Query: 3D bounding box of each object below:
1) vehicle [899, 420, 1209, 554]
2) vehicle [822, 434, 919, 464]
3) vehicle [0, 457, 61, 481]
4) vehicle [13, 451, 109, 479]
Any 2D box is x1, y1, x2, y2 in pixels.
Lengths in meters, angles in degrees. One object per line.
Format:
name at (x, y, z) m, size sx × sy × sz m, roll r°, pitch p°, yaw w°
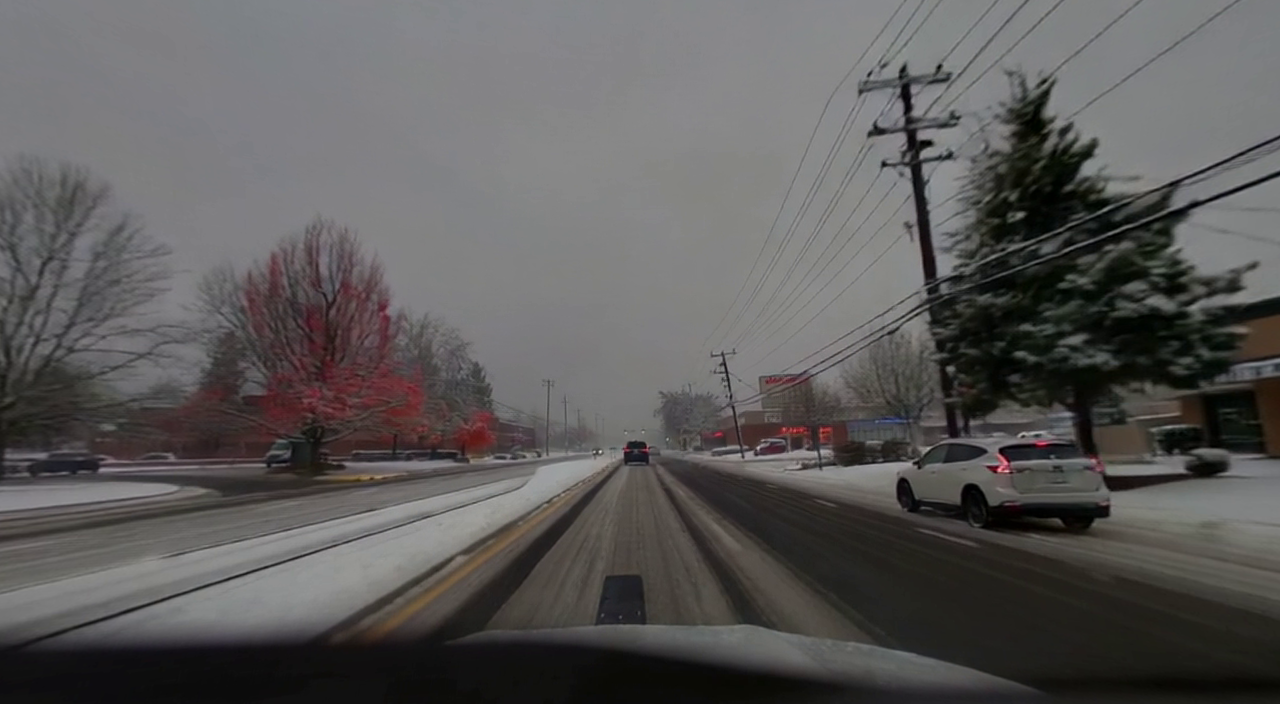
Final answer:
vehicle at (6.242, 2.067, 10.388) m, size 1.995 × 1.705 × 4.434 m, roll 0°, pitch -9°, yaw -1°
vehicle at (16.535, 6.979, 45.466) m, size 5.990 × 1.834 × 2.262 m, roll -2°, pitch -8°, yaw -5°
vehicle at (-40.662, 7.532, 40.551) m, size 4.692 × 1.445 × 1.922 m, roll 1°, pitch -9°, yaw -10°
vehicle at (-41.924, 8.162, 45.839) m, size 4.738 × 1.734 × 1.970 m, roll -1°, pitch -8°, yaw -9°
